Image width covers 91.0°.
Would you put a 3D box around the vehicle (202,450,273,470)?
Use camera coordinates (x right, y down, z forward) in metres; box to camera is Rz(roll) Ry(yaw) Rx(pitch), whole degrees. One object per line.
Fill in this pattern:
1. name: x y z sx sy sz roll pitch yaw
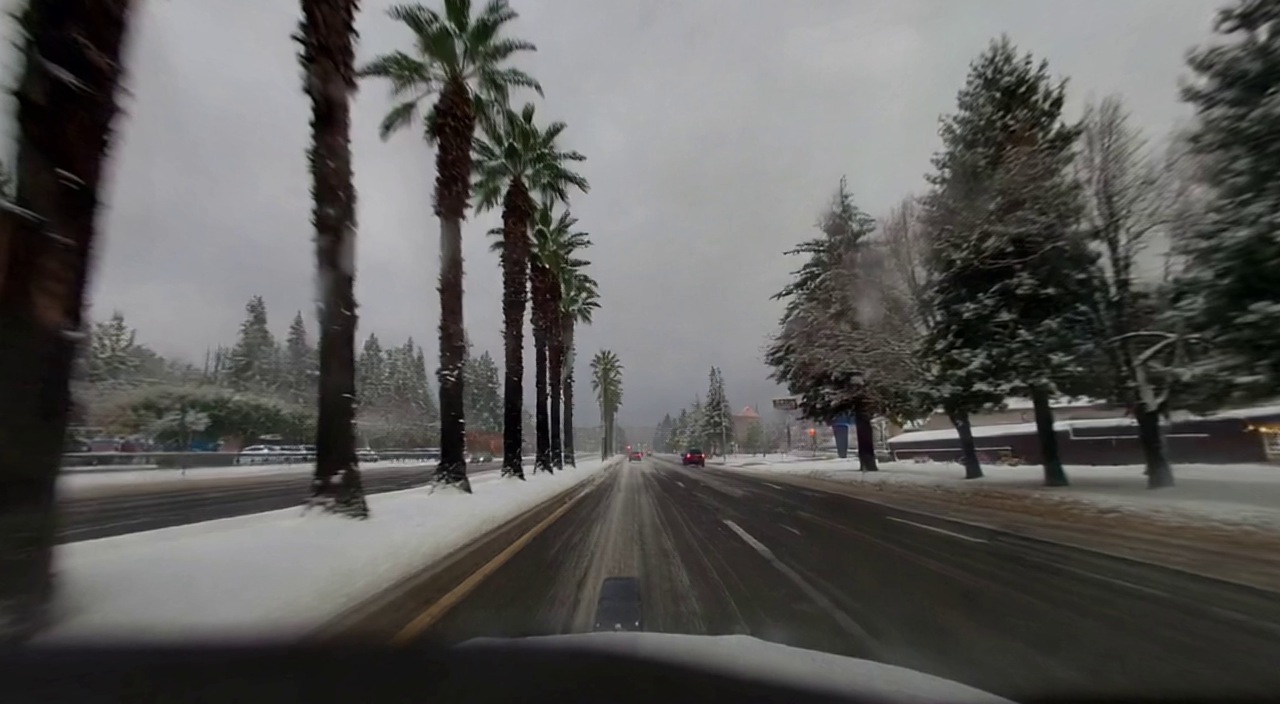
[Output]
1. vehicle: -31.186 8.352 48.826 4.223 1.444 1.814 1 -8 -3
